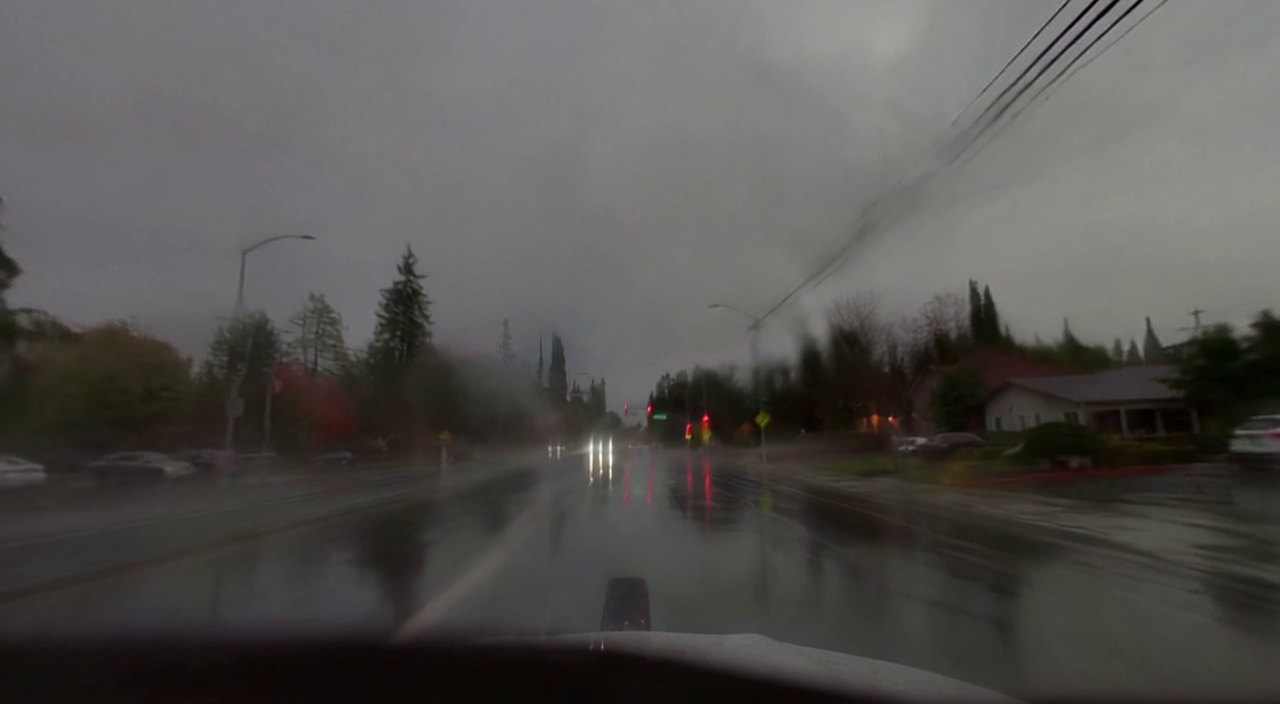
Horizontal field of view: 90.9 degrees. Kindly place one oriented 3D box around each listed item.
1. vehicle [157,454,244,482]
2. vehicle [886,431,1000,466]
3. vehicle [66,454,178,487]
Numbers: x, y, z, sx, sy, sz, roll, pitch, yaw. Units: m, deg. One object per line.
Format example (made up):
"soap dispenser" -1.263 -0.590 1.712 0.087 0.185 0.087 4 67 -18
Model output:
"vehicle" -23.054 6.065 33.145 3.309 1.386 1.573 1 -9 -7
"vehicle" 15.137 4.854 31.728 4.625 1.467 1.991 -3 -8 2
"vehicle" -22.730 5.189 27.754 3.348 1.380 1.584 1 -9 -6
